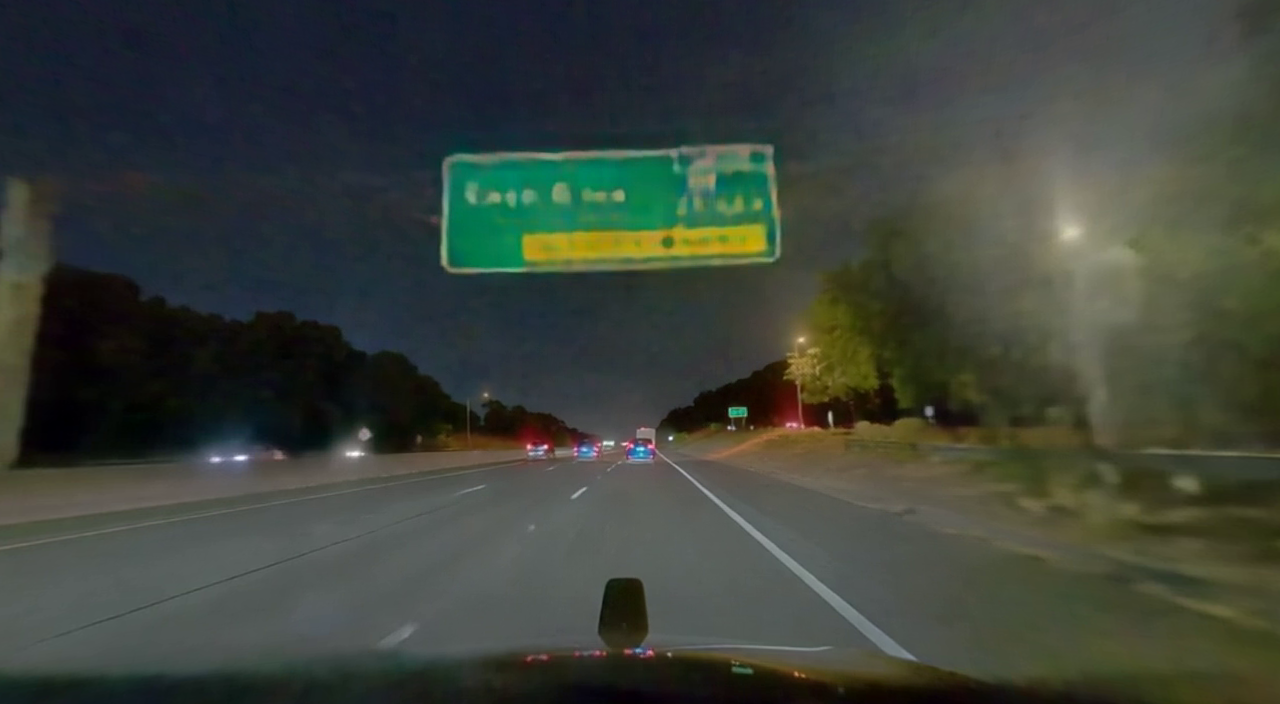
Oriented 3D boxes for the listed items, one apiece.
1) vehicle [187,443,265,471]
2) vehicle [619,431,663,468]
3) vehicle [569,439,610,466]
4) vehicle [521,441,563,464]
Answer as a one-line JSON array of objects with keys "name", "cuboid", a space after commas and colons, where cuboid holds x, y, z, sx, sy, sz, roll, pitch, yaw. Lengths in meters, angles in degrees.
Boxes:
[{"name": "vehicle", "cuboid": [-24.643, 6.262, 37.765, 1.927, 1.508, 4.069, 0, -9, -1]}, {"name": "vehicle", "cuboid": [0.051, 5.522, 35.744, 2.309, 1.915, 5.130, 0, -8, 0]}, {"name": "vehicle", "cuboid": [-3.154, 6.446, 40.541, 2.139, 1.589, 5.102, 0, -8, 1]}, {"name": "vehicle", "cuboid": [-6.709, 6.939, 43.726, 2.009, 1.519, 4.697, -1, -8, 1]}]
